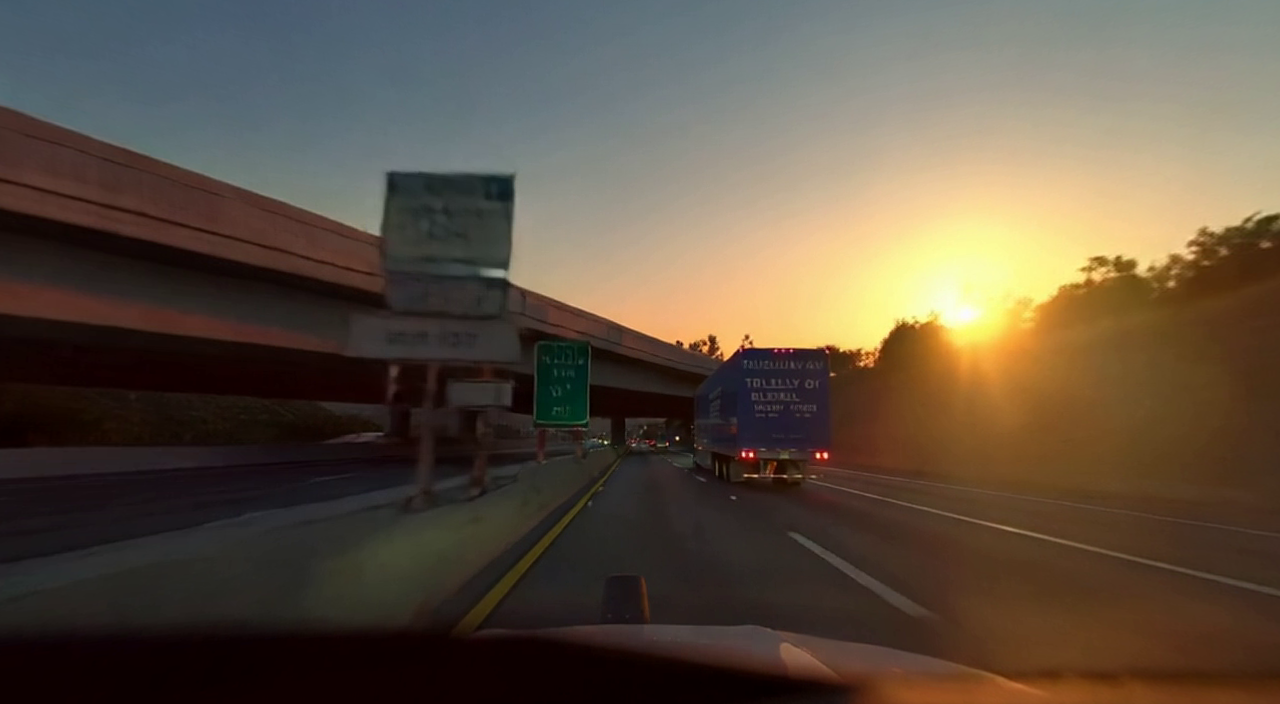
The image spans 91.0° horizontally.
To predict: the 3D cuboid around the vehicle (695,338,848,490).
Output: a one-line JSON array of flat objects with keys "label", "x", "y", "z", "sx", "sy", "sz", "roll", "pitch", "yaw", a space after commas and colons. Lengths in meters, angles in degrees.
[{"label": "vehicle", "x": 4.117, "y": 2.651, "z": 23.975, "sx": 3.006, "sy": 4.093, "sz": 14.142, "roll": 0, "pitch": -8, "yaw": 1}]
